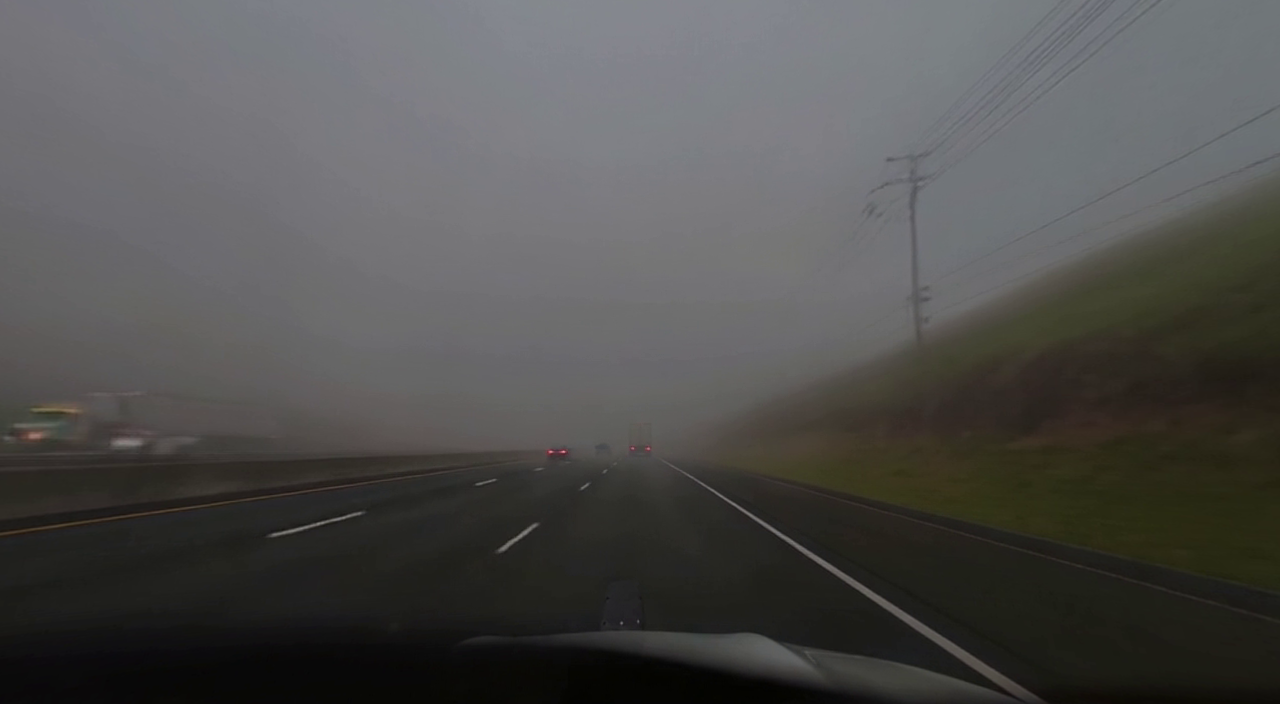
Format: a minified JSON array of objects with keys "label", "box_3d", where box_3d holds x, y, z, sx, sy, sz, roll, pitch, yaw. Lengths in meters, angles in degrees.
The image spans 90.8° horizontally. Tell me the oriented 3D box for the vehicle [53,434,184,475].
[{"label":"vehicle","box_3d":[-22.891,4.515,27.977,1.946,1.647,4.495,0,-9,1]}]
